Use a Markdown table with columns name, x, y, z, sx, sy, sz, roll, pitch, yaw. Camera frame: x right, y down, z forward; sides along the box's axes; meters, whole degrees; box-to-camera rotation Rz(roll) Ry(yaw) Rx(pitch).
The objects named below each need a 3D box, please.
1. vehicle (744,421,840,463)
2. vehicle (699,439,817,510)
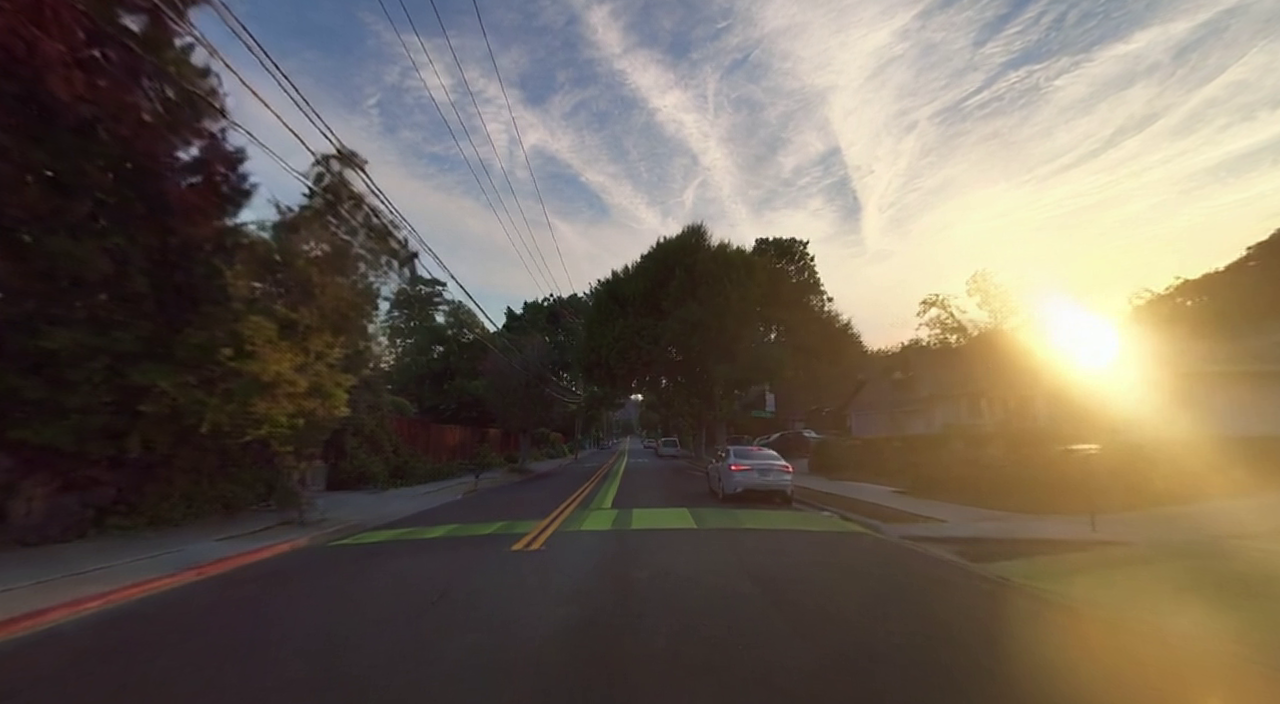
| name | x | y | z | sx | sy | sz | roll | pitch | yaw |
| --- | --- | --- | --- | --- | --- | --- | --- | --- | --- |
| vehicle | 8.896 | 5.273 | 37.148 | 4.922 | 1.846 | 1.941 | -5 | -8 | -6 |
| vehicle | 2.894 | 3.134 | 16.873 | 1.989 | 1.545 | 5.423 | 0 | -8 | -1 |
